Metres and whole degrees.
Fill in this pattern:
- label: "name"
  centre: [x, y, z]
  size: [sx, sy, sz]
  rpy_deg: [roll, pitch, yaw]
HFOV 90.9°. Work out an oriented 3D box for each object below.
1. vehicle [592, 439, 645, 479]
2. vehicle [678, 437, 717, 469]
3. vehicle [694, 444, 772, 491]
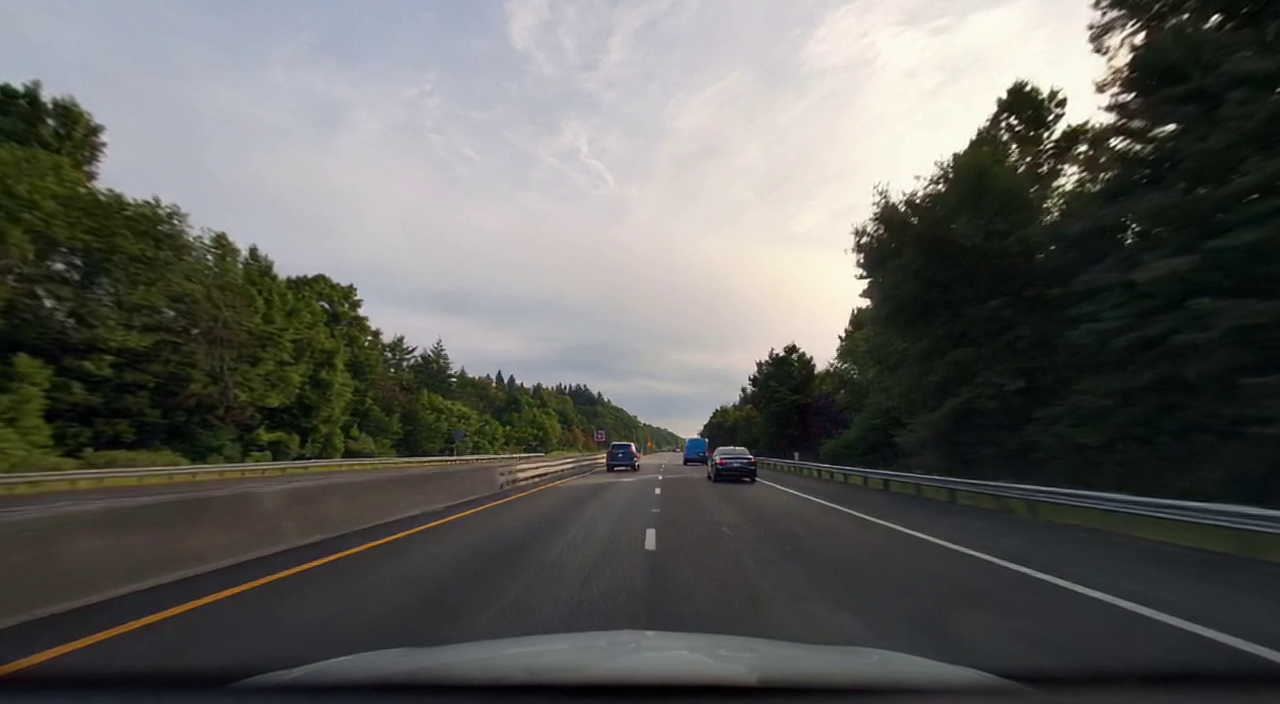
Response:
- label: "vehicle"
  centre: [-0.907, 4.939, 29.287]
  size: [2.087, 1.707, 4.316]
  rpy_deg: [-1, -9, 2]
- label: "vehicle"
  centre: [3.884, 6.927, 43.158]
  size: [2.371, 2.045, 4.768]
  rpy_deg: [-1, -9, 2]
- label: "vehicle"
  centre: [3.064, 3.920, 21.768]
  size: [2.043, 1.431, 4.922]
  rpy_deg: [0, -9, 1]
